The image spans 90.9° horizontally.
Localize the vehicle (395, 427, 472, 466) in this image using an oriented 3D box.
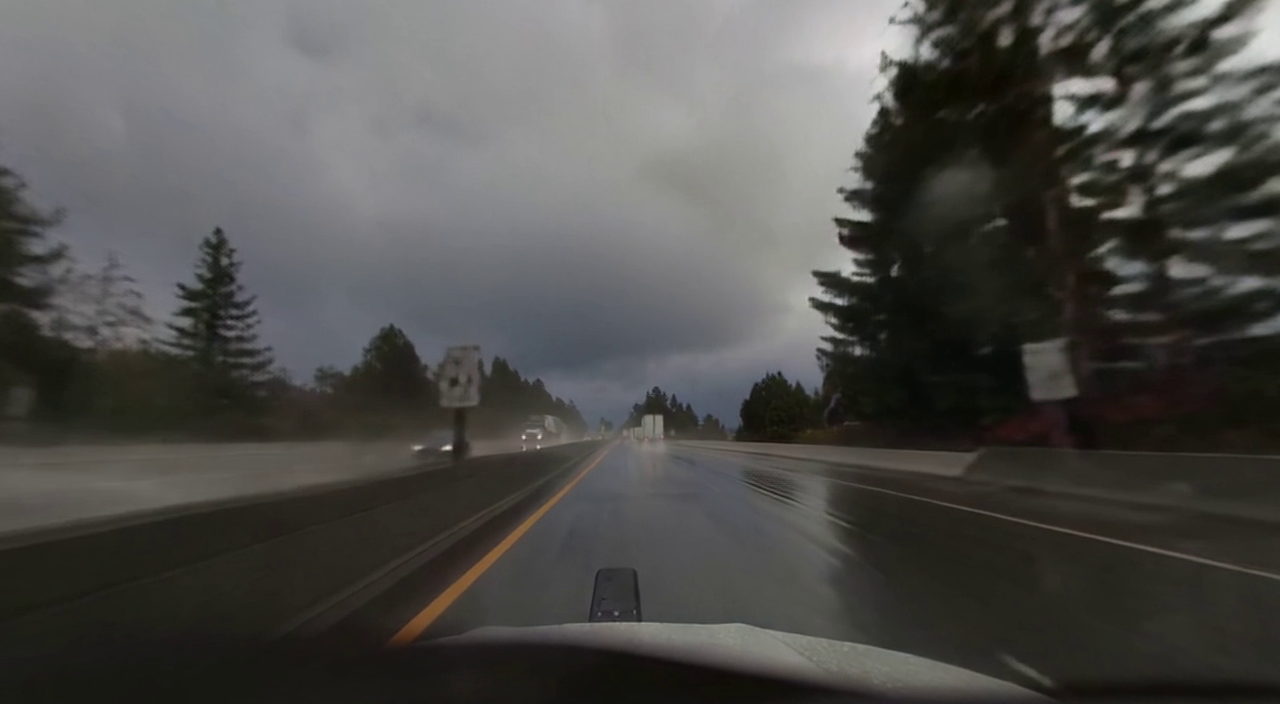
[{"bbox_3d":[-8.266,3.802,25.624,1.896,1.449,3.844,0,-8,-2],"label":"vehicle"}]
